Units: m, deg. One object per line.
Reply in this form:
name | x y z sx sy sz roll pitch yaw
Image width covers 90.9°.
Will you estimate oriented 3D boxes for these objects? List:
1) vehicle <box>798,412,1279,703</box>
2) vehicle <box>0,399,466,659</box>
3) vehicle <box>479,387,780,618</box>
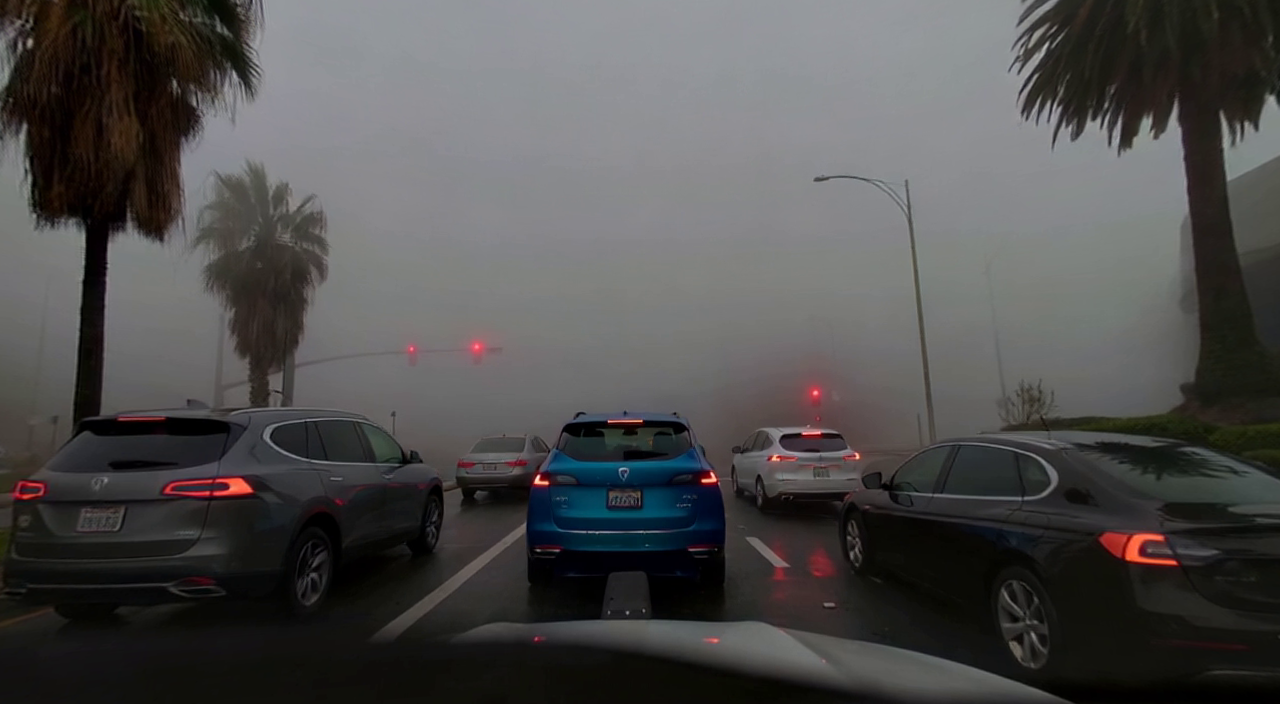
vehicle | 2.961 1.371 5.259 2.017 1.491 4.611 0 -8 -1
vehicle | -3.355 1.381 6.049 2.014 1.534 4.455 0 -8 1
vehicle | -0.136 1.465 7.063 2.280 1.747 4.361 0 -8 -2
